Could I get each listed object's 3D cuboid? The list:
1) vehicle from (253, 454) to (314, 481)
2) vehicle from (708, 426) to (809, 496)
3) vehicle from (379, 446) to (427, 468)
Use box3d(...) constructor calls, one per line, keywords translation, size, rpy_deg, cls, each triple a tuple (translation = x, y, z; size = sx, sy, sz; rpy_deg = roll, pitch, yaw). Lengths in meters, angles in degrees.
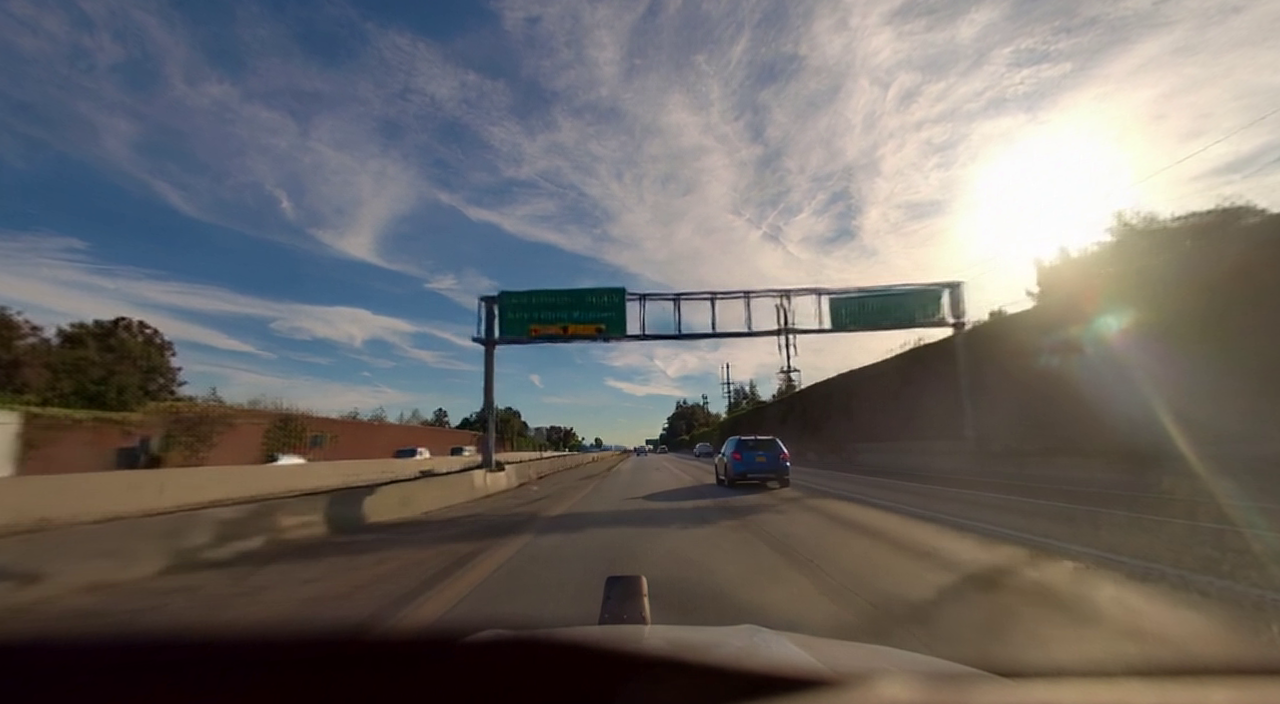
box3d(translation=(-19.621, 6.348, 34.852), size=(1.460, 1.325, 3.264), rpy_deg=(0, -8, 0), cls="vehicle")
box3d(translation=(3.360, 3.199, 18.844), size=(2.120, 1.832, 4.287), rpy_deg=(0, -8, -1), cls="vehicle")
box3d(translation=(-16.275, 7.212, 43.498), size=(1.861, 1.432, 3.578), rpy_deg=(-1, -8, 1), cls="vehicle")
